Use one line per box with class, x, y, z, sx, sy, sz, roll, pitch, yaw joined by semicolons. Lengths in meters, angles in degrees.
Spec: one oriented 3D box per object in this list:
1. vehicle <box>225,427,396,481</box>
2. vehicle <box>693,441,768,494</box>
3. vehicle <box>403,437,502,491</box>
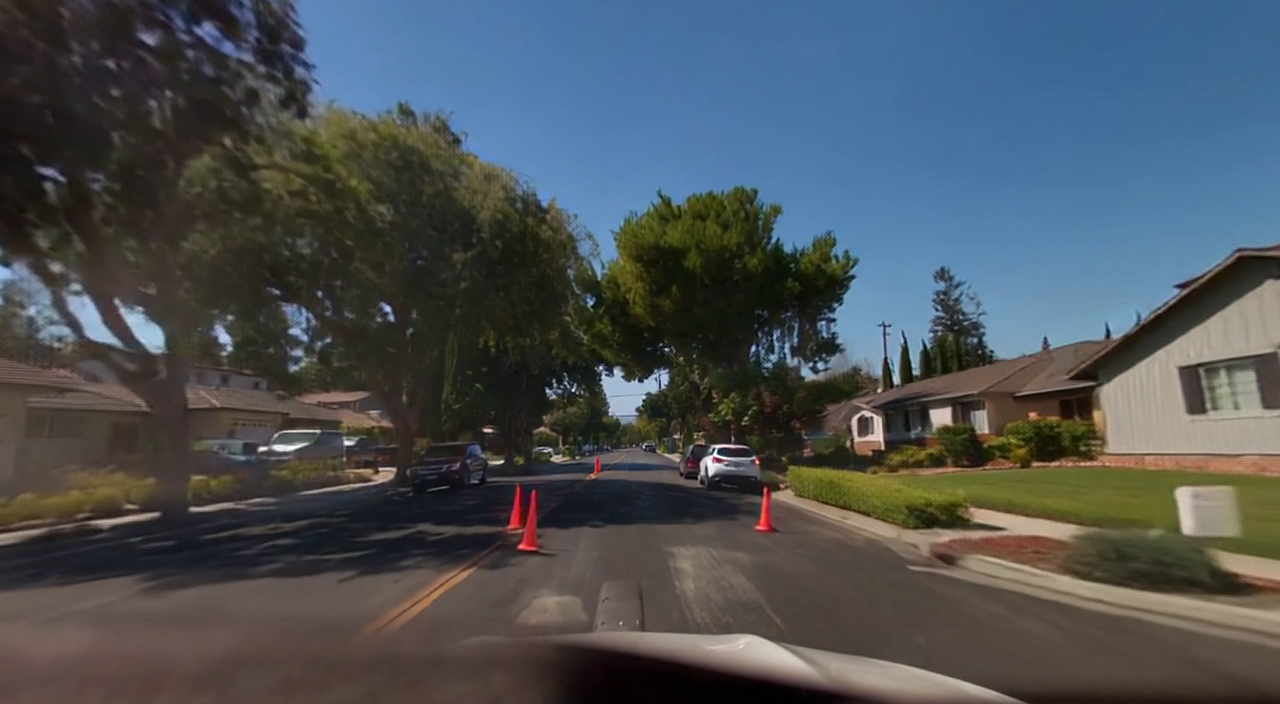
vehicle;-15.308;4.777;29.727;6.526;2.046;2.522;3;-8;-2
vehicle;3.076;4.014;22.344;1.896;1.602;4.571;1;-9;-1
vehicle;-7.230;4.406;25.049;2.266;1.877;5.167;-1;-10;1
